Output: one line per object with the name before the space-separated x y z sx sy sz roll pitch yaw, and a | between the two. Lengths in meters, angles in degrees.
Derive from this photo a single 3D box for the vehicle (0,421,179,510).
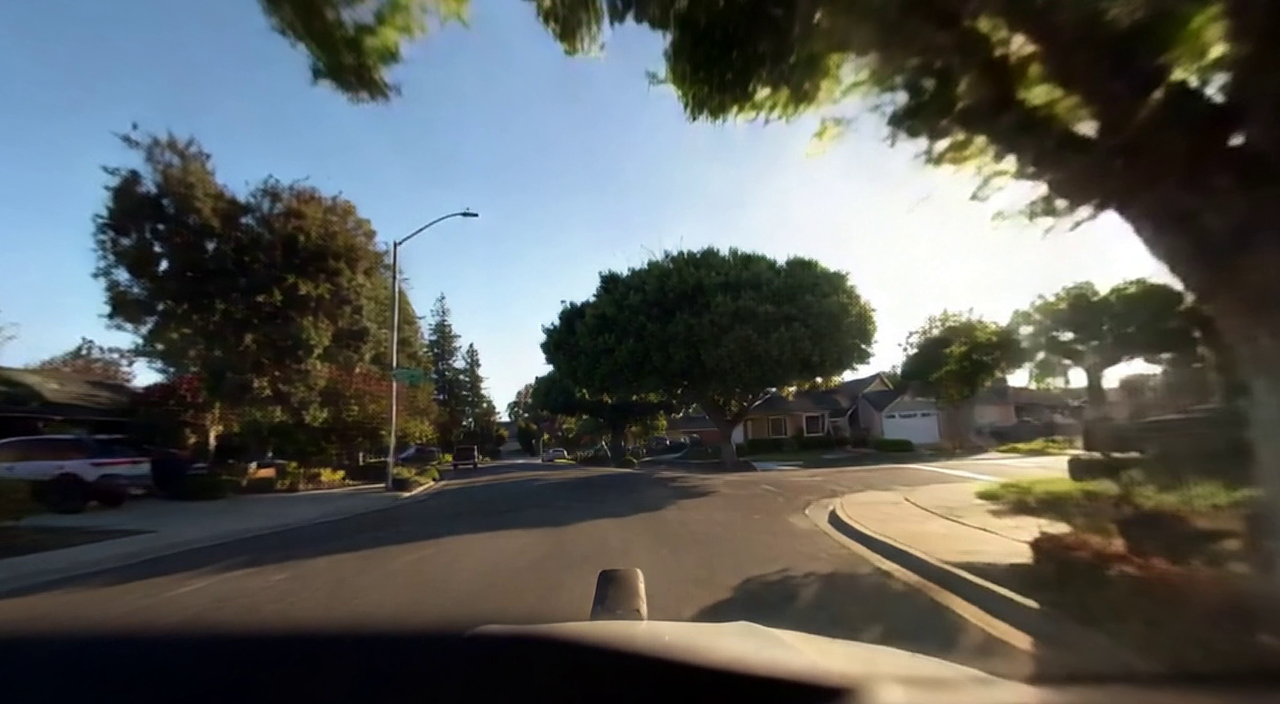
vehicle | -14.713 2.863 15.511 5.045 1.835 2.315 -4 -9 0

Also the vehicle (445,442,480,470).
vehicle | -12.485 7.341 44.607 2.152 1.826 4.725 2 -9 -14
